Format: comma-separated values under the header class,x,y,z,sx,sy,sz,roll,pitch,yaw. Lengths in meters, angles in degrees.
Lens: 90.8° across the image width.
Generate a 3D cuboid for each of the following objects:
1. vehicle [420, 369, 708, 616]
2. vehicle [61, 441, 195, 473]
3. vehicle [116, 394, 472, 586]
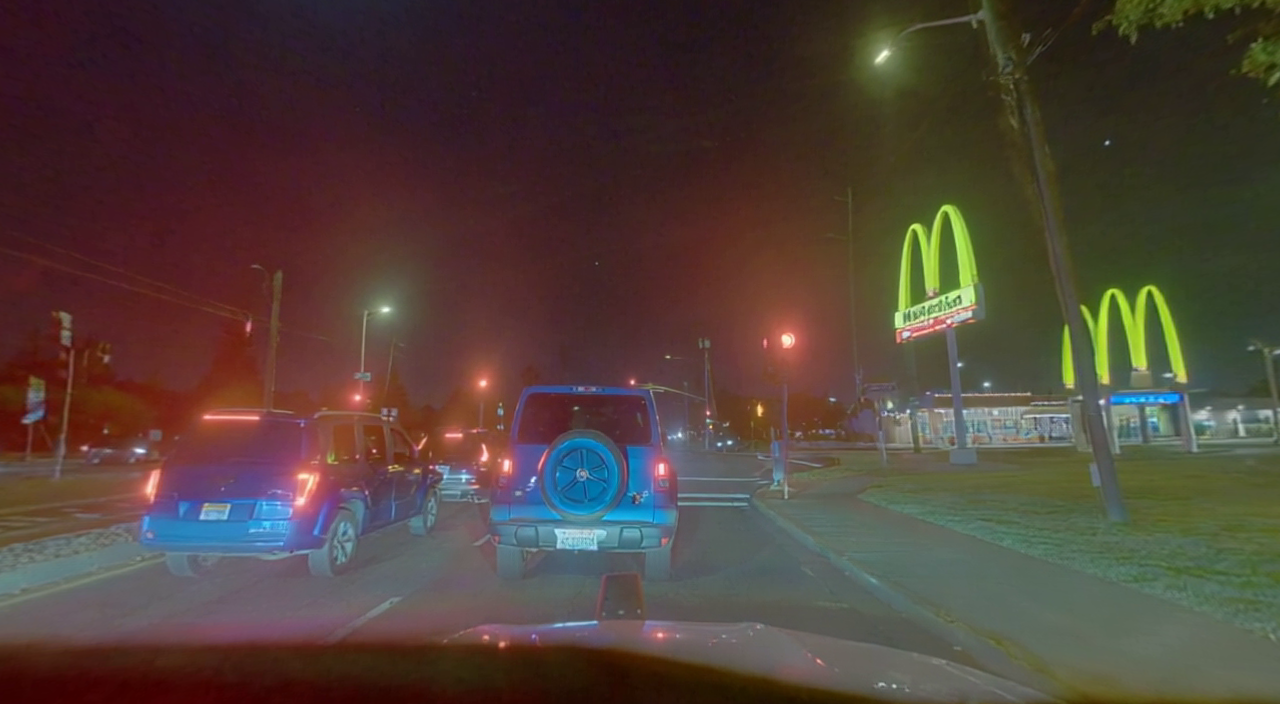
class,x,y,z,sx,sy,sz,roll,pitch,yaw
vehicle,-0.630,1.435,7.331,2.224,1.923,4.643,0,-8,-1
vehicle,-25.239,5.187,31.371,4.713,1.445,1.887,4,-9,-24
vehicle,-3.910,1.652,8.346,2.130,1.819,4.497,0,-8,0
